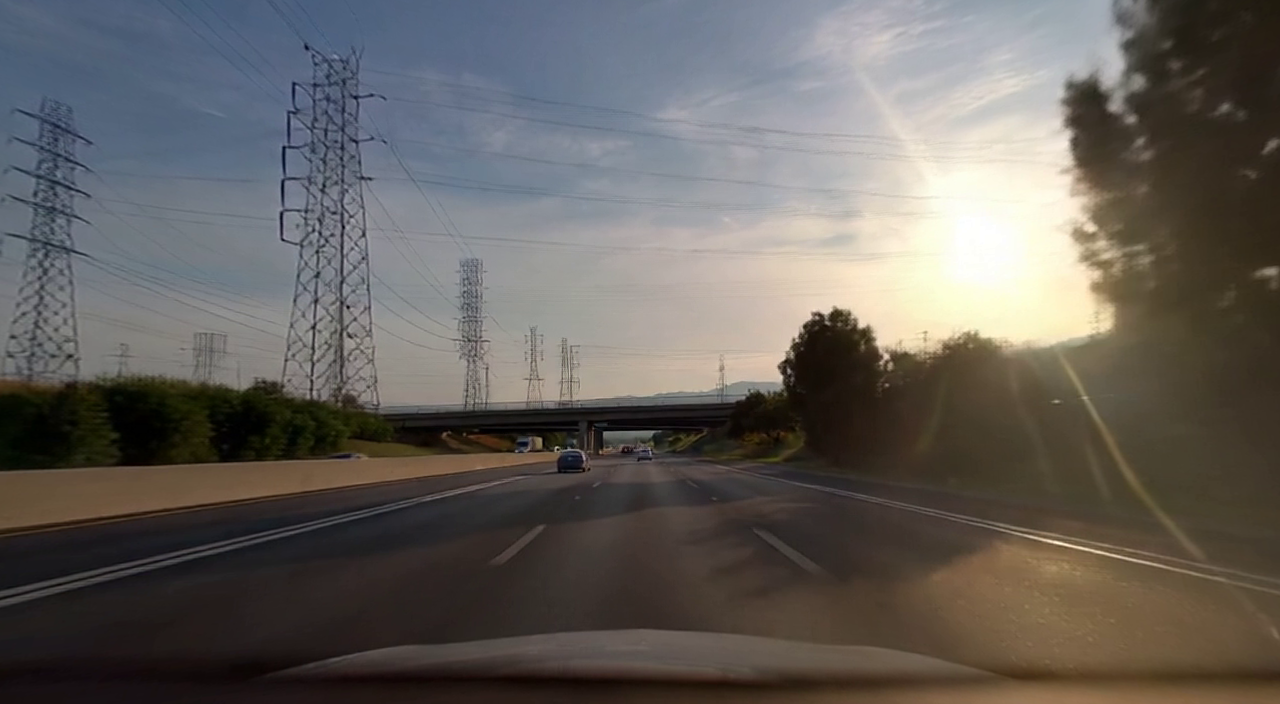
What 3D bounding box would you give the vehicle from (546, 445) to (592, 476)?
[{"bbox_3d":[-3.754,5.797,33.934,1.924,1.550,4.165,0,-9,0],"label":"vehicle"}]
